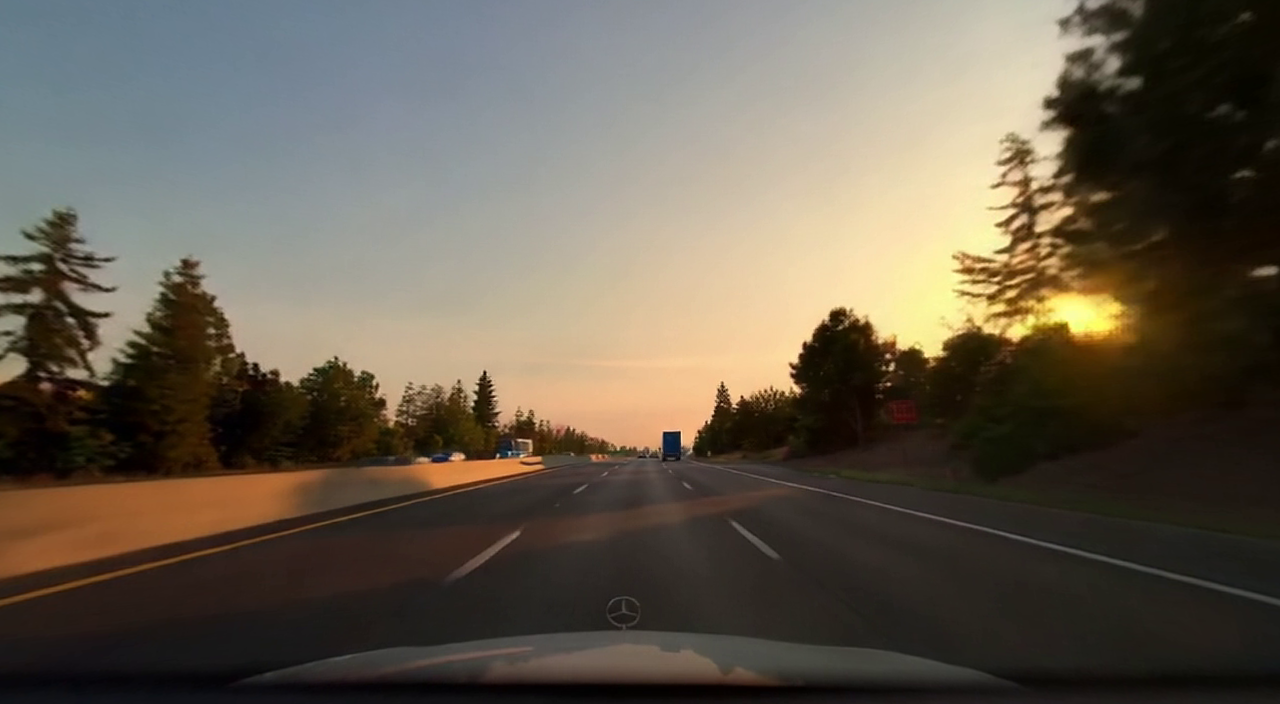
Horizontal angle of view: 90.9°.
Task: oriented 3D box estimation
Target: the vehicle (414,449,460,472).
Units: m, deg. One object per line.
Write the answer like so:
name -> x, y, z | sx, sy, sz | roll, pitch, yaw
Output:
vehicle -> -15.700, 8.414, 48.958 | 1.946, 1.683, 4.594 | -1, -9, 1

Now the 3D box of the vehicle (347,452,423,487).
vehicle -> -11.629, 5.369, 29.020 | 1.822, 1.441, 4.016 | 0, -9, 0
